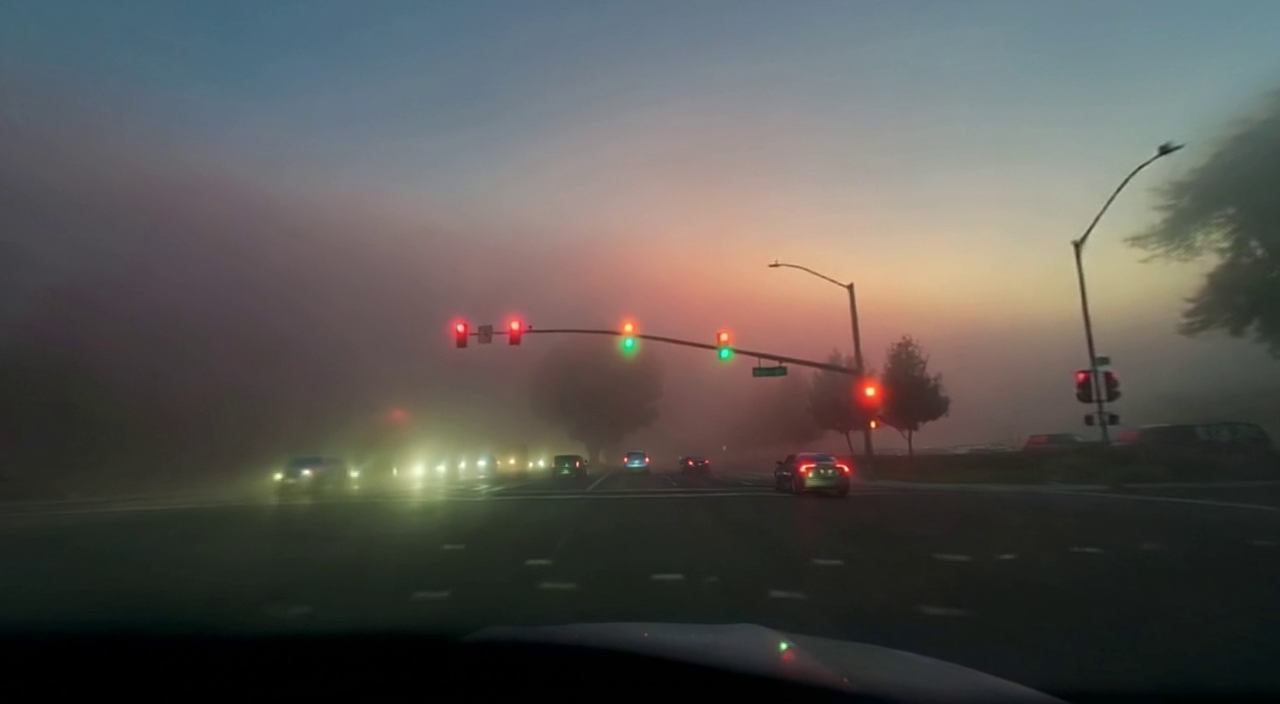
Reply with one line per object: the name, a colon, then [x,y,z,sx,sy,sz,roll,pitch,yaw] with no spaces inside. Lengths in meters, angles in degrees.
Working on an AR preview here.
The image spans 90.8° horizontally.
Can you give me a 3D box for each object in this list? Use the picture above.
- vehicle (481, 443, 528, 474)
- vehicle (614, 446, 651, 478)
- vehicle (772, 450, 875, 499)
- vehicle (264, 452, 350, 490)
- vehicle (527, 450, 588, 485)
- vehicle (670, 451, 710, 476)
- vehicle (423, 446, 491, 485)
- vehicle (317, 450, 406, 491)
vehicle: [-9.190,7.246,43.265,2.185,1.752,4.599,-4,-8,0]
vehicle: [-0.375,6.282,36.306,2.008,1.716,4.125,0,-8,1]
vehicle: [6.172,4.152,21.895,2.028,1.451,4.625,0,-8,-2]
vehicle: [-16.395,5.857,31.364,1.923,1.663,4.400,0,-8,-1]
vehicle: [-3.701,5.263,29.125,2.163,1.474,4.413,0,-8,1]
vehicle: [3.033,6.828,39.021,2.014,1.430,4.103,0,-8,-2]
vehicle: [-8.972,5.558,31.331,1.929,1.492,4.430,-5,-7,1]
vehicle: [-12.167,5.182,27.940,1.975,1.450,4.561,-5,-8,-1]
